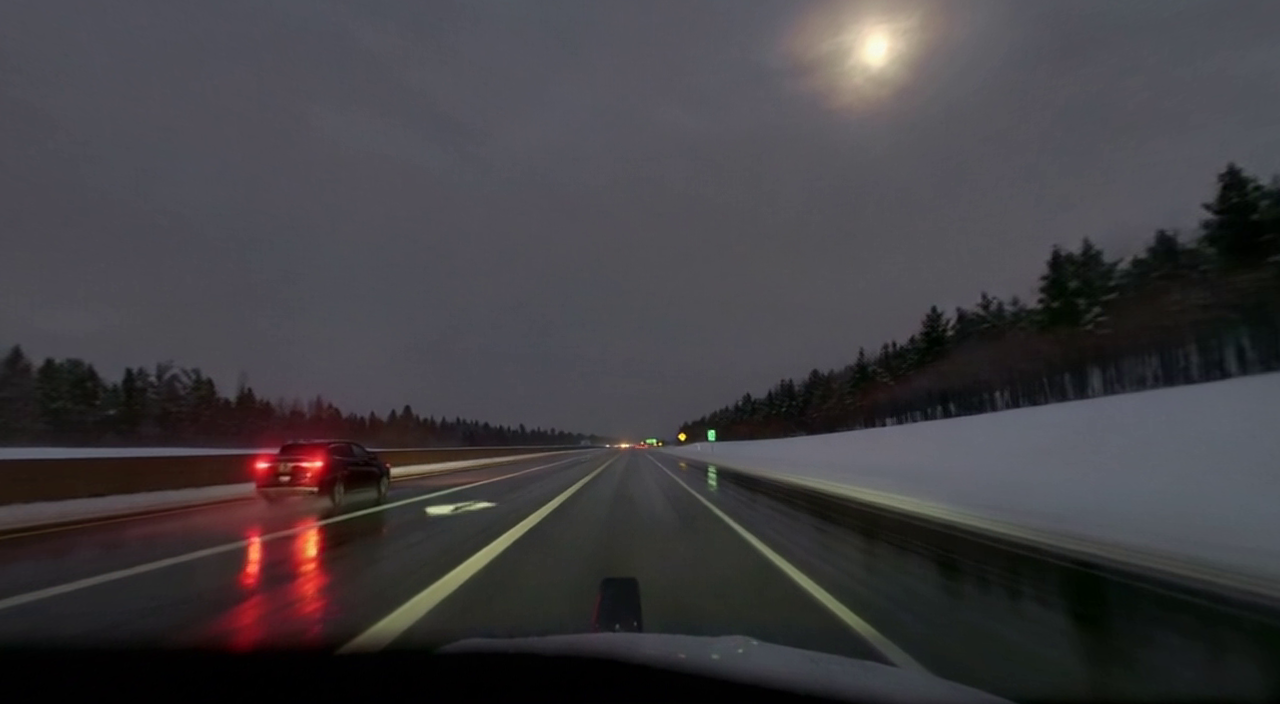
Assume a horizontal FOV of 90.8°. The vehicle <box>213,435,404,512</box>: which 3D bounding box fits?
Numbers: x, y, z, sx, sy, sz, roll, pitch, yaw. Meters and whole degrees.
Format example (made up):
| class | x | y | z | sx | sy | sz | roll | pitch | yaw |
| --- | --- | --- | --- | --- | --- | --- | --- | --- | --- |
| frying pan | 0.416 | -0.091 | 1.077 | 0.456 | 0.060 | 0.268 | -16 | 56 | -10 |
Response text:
| class | x | y | z | sx | sy | sz | roll | pitch | yaw |
| --- | --- | --- | --- | --- | --- | --- | --- | --- | --- |
| vehicle | -7.710 | 2.845 | 15.403 | 2.005 | 1.545 | 4.874 | 0 | -8 | 0 |
